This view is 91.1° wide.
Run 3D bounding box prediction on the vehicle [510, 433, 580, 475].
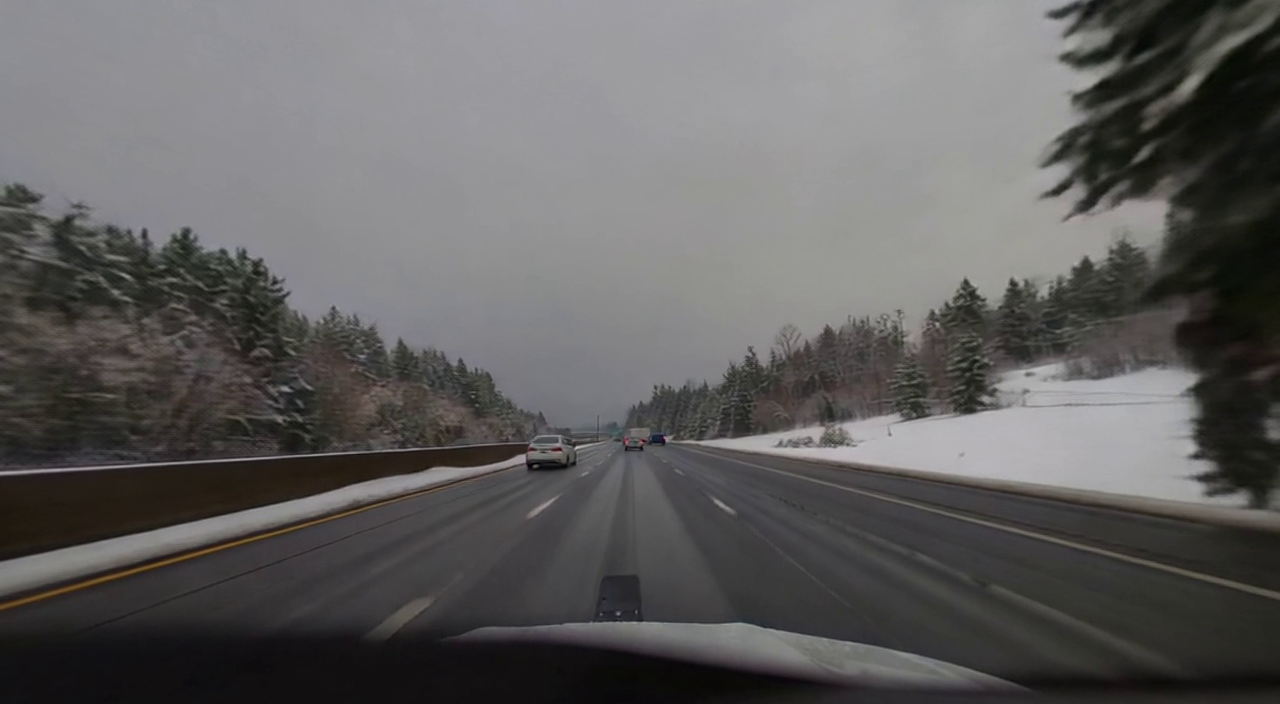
[{"bbox_3d":[-3.646,4.009,24.983,2.103,1.507,4.367,0,-8,0],"label":"vehicle"}]
